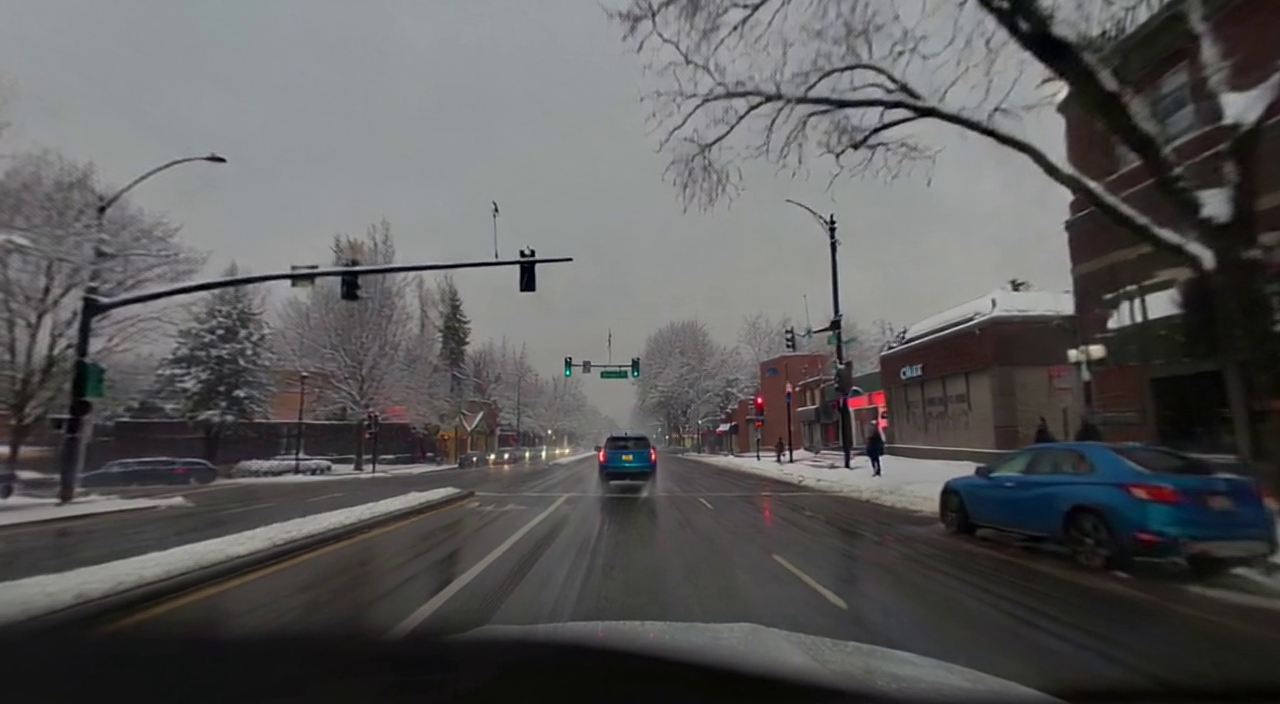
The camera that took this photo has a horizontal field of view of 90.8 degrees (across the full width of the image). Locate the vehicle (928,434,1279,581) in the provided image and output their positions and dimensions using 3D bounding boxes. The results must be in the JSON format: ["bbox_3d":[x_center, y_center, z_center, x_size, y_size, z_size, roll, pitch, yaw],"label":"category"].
[{"bbox_3d":[6.049,1.944,8.796,1.986,1.515,4.265,0,-8,-1],"label":"vehicle"}]

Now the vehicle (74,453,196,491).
[{"bbox_3d":[-25.142,5.958,31.546,4.427,1.757,2.125,-1,-9,7],"label":"vehicle"}]

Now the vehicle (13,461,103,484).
[{"bbox_3d":[-43.078,8.926,46.802,4.641,1.566,1.883,0,-8,-3],"label":"vehicle"}]

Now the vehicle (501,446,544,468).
[{"bbox_3d":[-8.471,7.613,45.919,2.152,1.468,4.737,0,-8,0],"label":"vehicle"}]

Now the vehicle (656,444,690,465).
[{"bbox_3d":[2.459,7.676,47.635,2.209,1.478,4.138,0,-8,-2],"label":"vehicle"}]

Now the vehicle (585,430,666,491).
[{"bbox_3d":[-0.465,3.552,21.033,2.382,1.796,4.610,0,-8,-1],"label":"vehicle"}]

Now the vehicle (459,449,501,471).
[{"bbox_3d":[-11.931,8.049,47.321,1.972,1.475,4.381,0,-8,0],"label":"vehicle"}]
